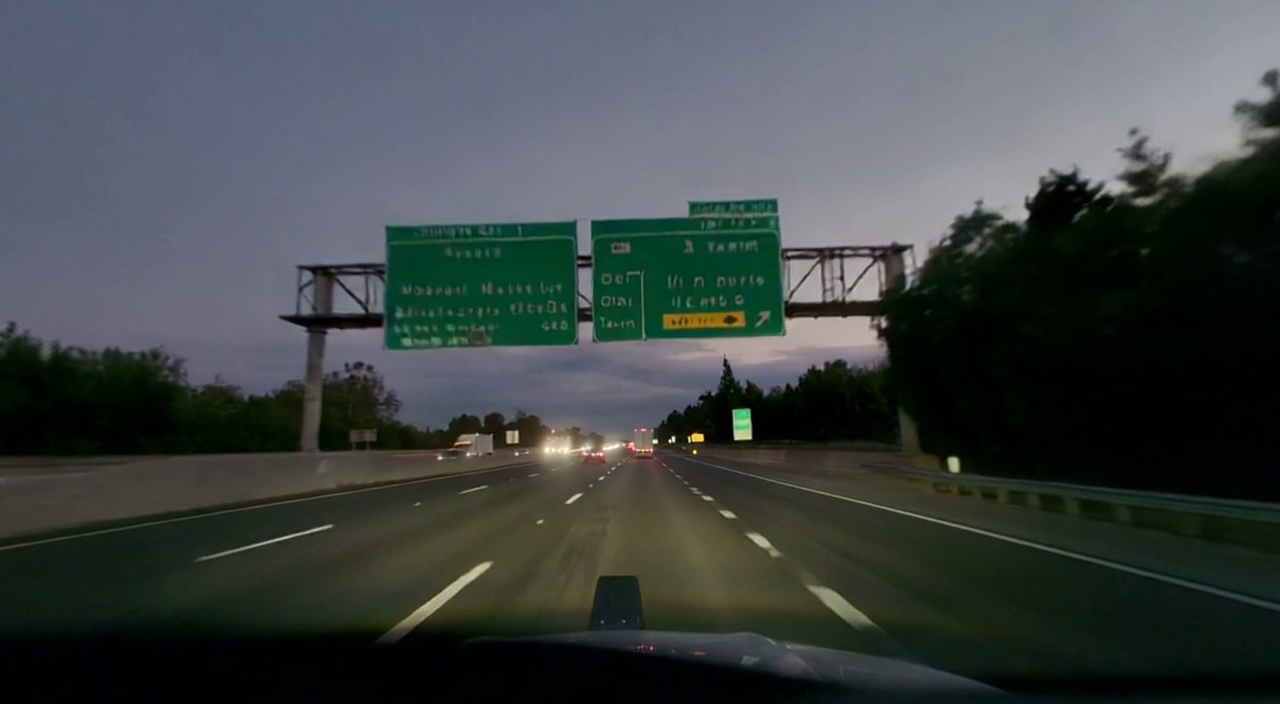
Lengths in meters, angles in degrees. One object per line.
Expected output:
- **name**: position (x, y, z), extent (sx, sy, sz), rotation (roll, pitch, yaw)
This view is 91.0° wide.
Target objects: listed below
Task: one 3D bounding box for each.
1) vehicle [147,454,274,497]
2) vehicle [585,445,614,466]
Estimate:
- **vehicle**: position (-15.794, 4.530, 23.431), extent (2.145, 1.385, 3.598), rotation (0, -8, 1)
- **vehicle**: position (-3.174, 8.114, 49.492), extent (1.996, 1.521, 3.912), rotation (0, -8, 0)
